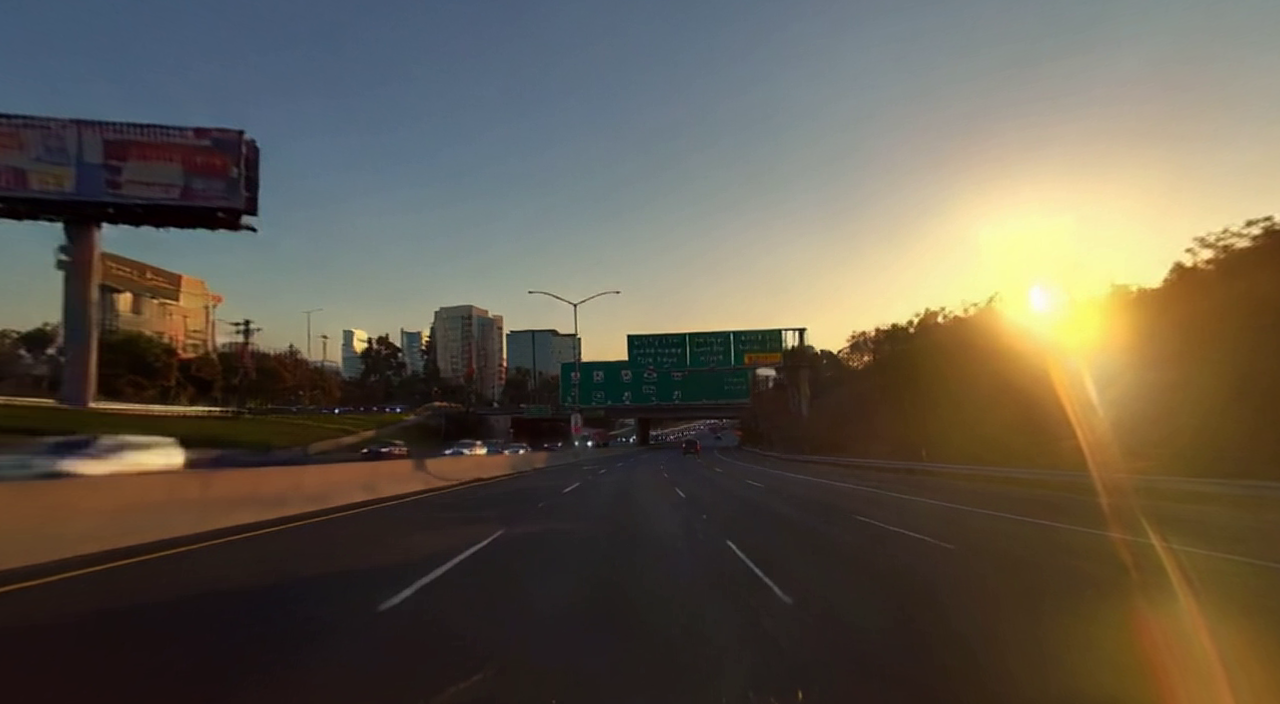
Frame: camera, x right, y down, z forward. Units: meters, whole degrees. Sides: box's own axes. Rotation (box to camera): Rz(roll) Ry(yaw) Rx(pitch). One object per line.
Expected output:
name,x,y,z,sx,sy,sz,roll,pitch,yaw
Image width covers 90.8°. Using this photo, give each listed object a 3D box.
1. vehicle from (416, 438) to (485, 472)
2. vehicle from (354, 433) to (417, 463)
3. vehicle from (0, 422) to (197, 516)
vehicle,-9.447,5.167,31.928,2.063,1.553,4.370,0,-9,1
vehicle,-18.846,7.130,47.076,2.235,2.061,5.495,0,-9,2
vehicle,-12.094,2.439,13.582,1.908,1.673,4.368,0,-9,0
